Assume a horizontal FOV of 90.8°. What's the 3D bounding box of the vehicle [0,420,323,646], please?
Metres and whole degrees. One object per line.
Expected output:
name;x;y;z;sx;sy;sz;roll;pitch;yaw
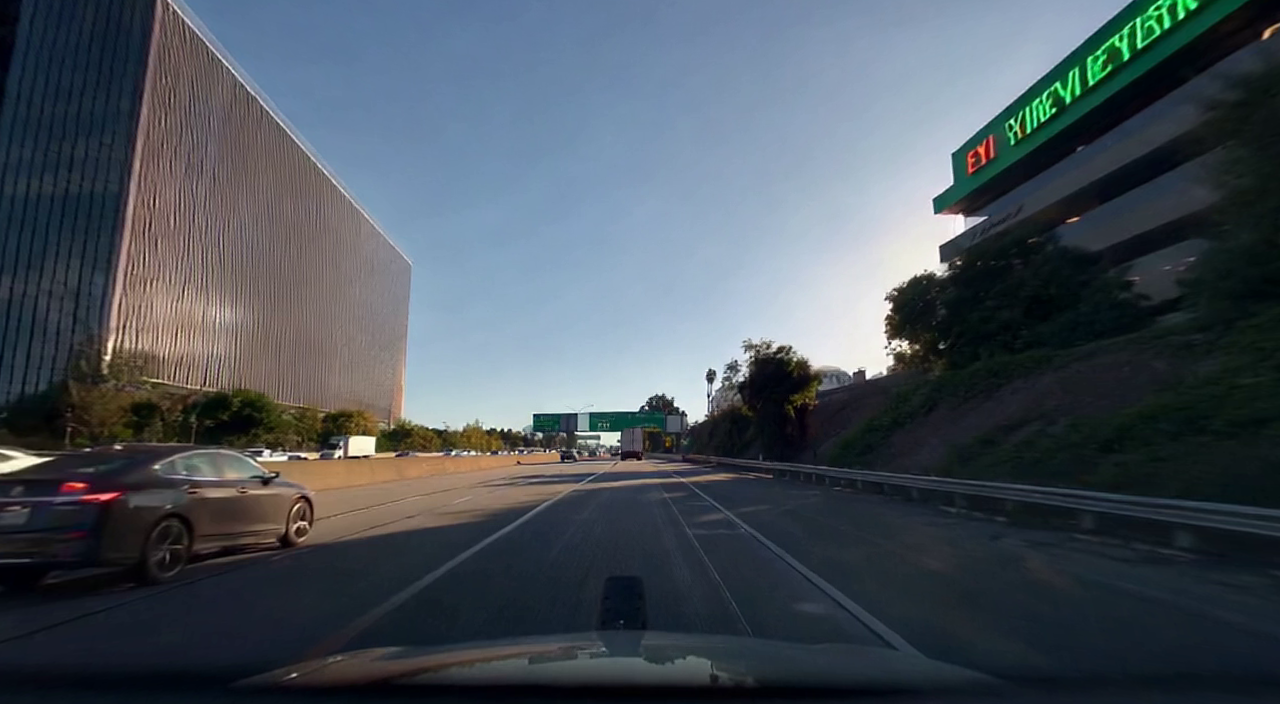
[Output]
vehicle;-5.277;1.542;6.336;1.943;1.510;4.201;0;-9;1
